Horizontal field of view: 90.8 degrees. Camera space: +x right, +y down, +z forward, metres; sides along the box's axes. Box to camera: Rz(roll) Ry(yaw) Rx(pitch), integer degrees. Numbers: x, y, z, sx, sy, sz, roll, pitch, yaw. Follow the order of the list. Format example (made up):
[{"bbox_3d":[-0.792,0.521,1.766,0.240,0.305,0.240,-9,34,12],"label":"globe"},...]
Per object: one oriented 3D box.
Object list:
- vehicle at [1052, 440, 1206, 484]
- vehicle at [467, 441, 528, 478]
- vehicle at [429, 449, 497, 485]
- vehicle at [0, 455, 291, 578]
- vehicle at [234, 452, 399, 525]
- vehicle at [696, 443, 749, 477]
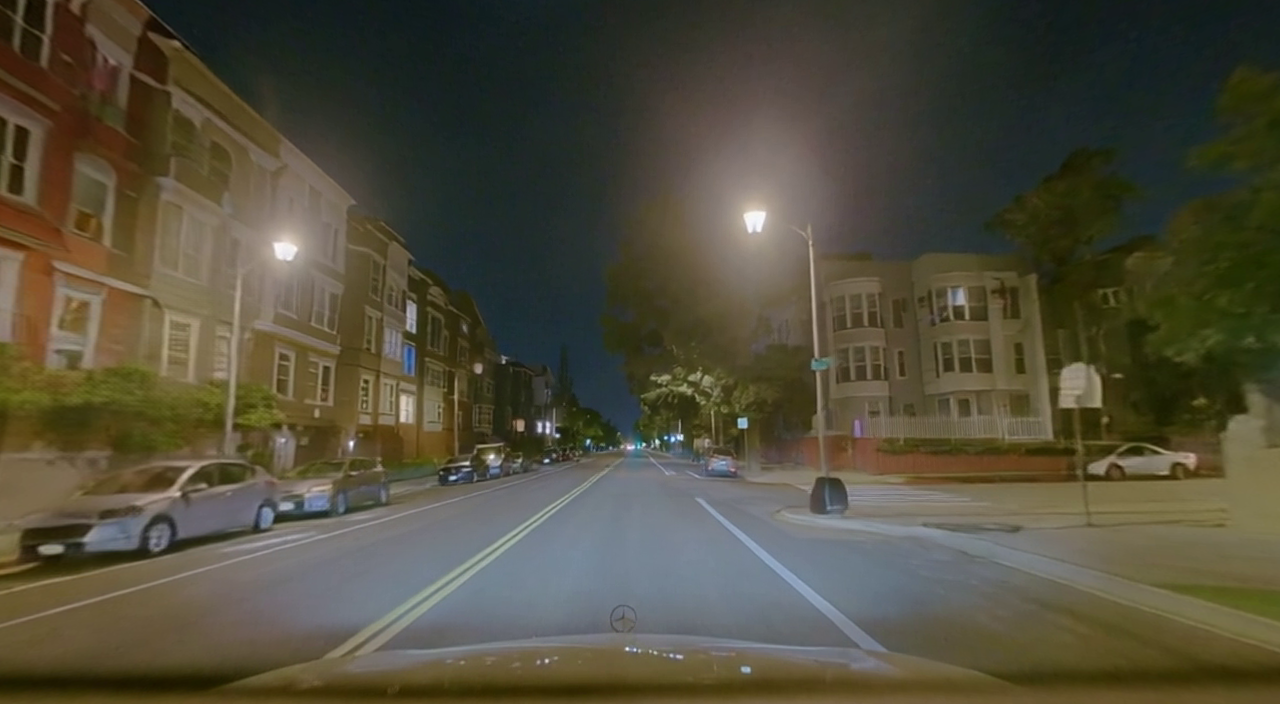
[{"bbox_3d":[20.141,4.534,26.193,4.568,1.727,2.199,0,-9,-2],"label":"vehicle"},{"bbox_3d":[-7.815,5.980,35.203,2.283,1.853,4.903,-1,-9,-1],"label":"vehicle"},{"bbox_3d":[-8.065,5.271,29.236,1.967,1.517,4.360,0,-9,-1],"label":"vehicle"},{"bbox_3d":[-8.036,2.485,10.419,1.970,1.480,4.616,-1,-9,-1],"label":"vehicle"},{"bbox_3d":[-7.938,3.347,16.097,1.836,1.474,4.565,-1,-8,-1],"label":"vehicle"},{"bbox_3d":[4.330,5.706,33.713,2.034,1.674,4.271,1,-9,-3],"label":"vehicle"}]
